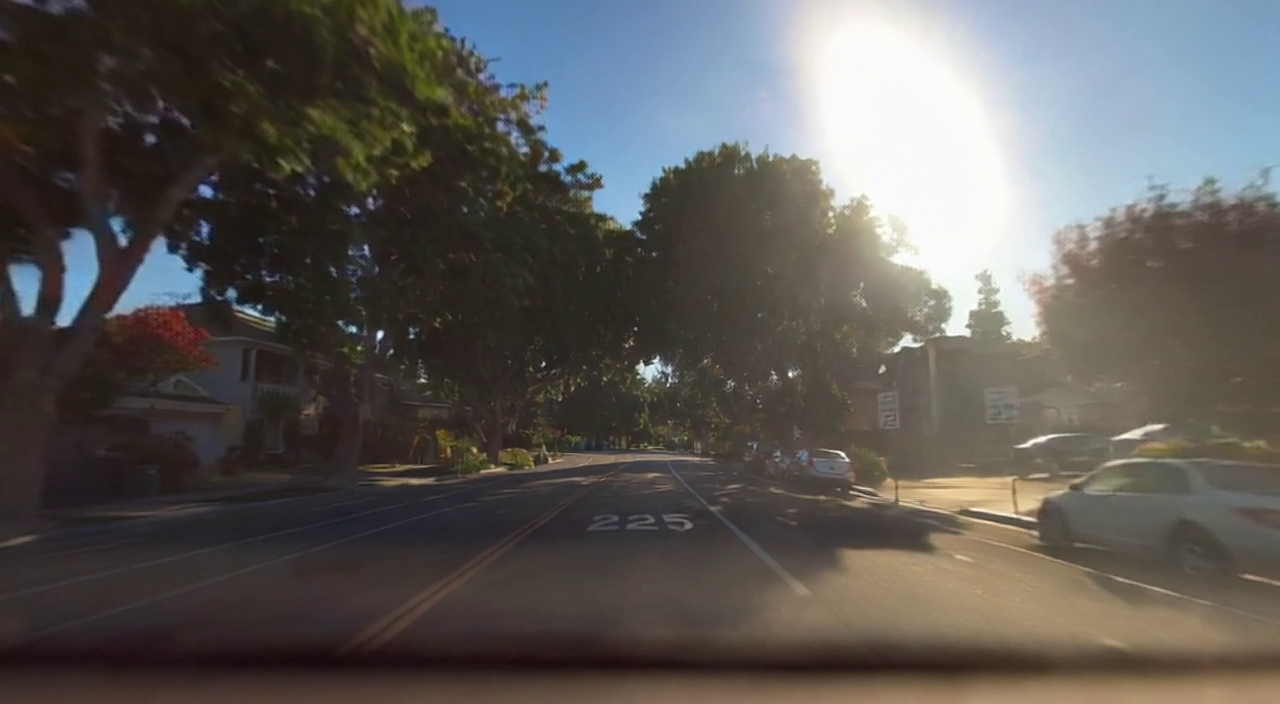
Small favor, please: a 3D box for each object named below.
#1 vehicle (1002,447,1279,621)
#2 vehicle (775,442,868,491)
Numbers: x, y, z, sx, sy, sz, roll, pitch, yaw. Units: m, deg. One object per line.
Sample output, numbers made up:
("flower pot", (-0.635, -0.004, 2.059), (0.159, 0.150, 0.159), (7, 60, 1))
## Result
("vehicle", (6.397, 1.834, 7.215), (1.913, 1.479, 4.209), (0, -9, -2))
("vehicle", (6.288, 4.009, 22.456), (1.893, 1.543, 4.434), (0, -9, -2))
